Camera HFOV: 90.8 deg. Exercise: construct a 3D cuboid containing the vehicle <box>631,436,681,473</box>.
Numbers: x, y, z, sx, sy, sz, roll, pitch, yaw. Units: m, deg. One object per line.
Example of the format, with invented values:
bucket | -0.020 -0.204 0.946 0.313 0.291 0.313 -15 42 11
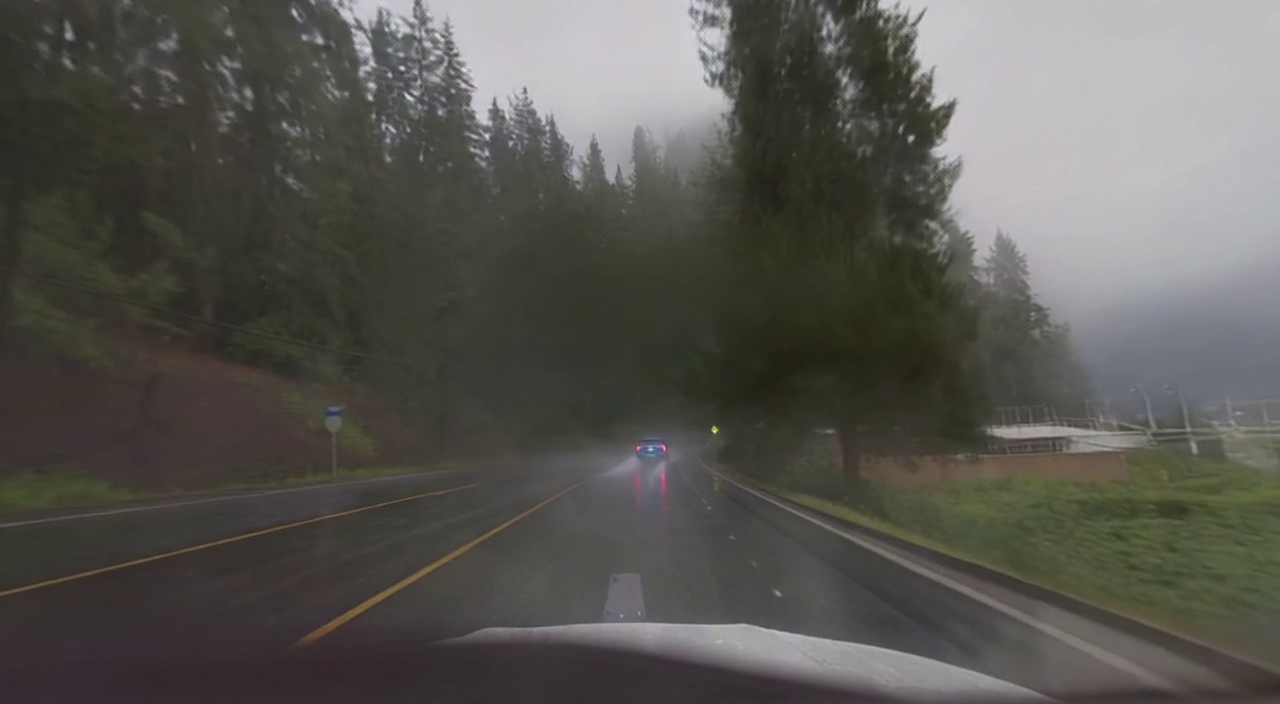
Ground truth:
vehicle | 0.871 5.068 31.381 2.294 1.708 4.110 0 -9 3
